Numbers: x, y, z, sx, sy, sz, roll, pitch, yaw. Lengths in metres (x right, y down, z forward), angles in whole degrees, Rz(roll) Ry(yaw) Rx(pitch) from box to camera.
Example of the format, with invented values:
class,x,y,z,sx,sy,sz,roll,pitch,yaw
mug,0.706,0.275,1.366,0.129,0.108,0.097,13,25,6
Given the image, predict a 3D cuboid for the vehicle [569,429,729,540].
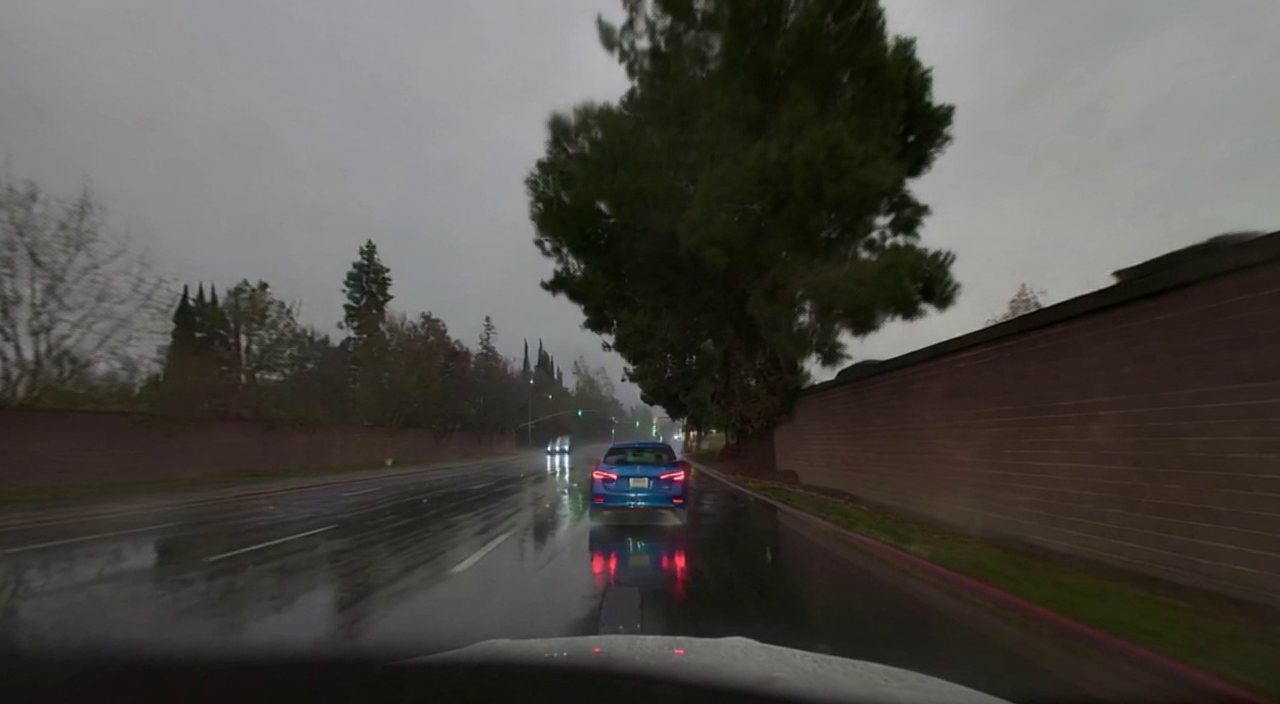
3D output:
class,x,y,z,sx,sy,sz,roll,pitch,yaw
vehicle,0.078,2.138,10.888,2.205,1.509,4.272,0,-8,-1
